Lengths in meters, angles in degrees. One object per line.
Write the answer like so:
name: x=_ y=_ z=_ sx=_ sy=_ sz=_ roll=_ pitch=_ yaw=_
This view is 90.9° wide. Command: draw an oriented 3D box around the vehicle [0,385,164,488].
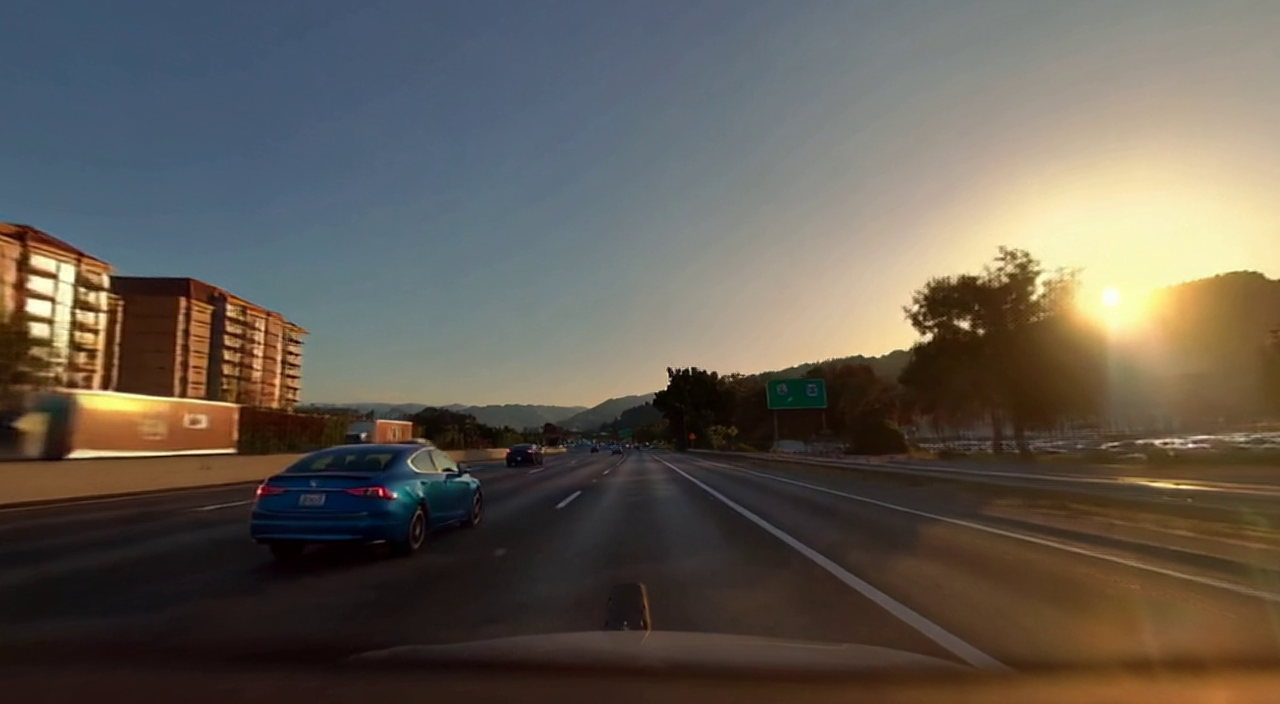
vehicle: x=-24.900 y=3.704 z=27.468 sx=2.919 sy=3.931 sz=6.663 roll=0 pitch=-8 yaw=0

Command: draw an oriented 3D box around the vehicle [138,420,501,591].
vehicle: x=-3.532 y=1.795 z=8.382 sx=2.144 sy=1.565 sz=4.951 roll=0 pitch=-8 yaw=1

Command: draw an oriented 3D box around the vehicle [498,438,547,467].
vehicle: x=-7.232 y=6.217 z=39.265 sx=2.118 sy=1.675 sz=4.395 roll=0 pitch=-8 yaw=1
